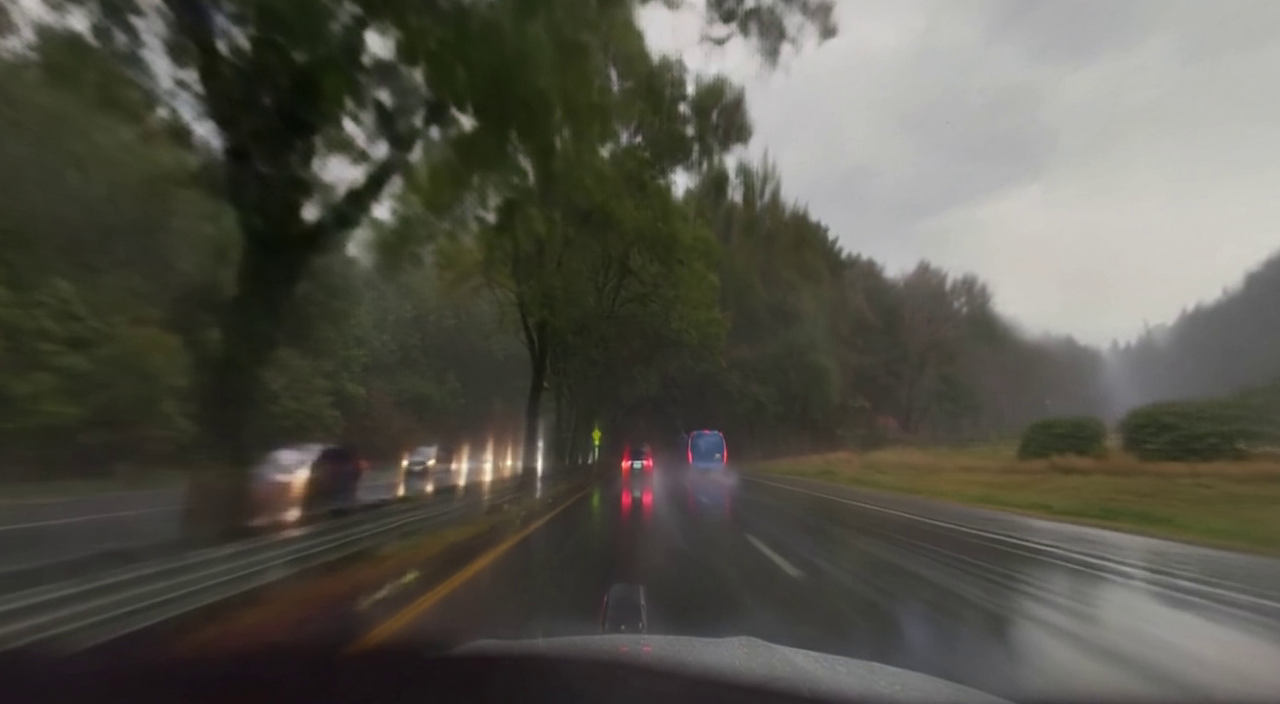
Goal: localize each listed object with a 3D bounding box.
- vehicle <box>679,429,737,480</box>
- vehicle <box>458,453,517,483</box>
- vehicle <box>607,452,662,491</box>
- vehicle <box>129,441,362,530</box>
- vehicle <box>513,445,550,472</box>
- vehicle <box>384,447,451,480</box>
[{"bbox_3d":[3.713,5.836,35.904,2.513,2.633,5.930,0,-9,-1],"label":"vehicle"},{"bbox_3d":[-7.696,5.895,32.182,1.970,1.383,4.178,0,-9,0],"label":"vehicle"},{"bbox_3d":[-0.196,4.772,25.518,2.037,1.417,3.885,0,-9,0],"label":"vehicle"},{"bbox_3d":[-7.598,2.591,12.804,1.898,1.464,4.386,0,-9,0],"label":"vehicle"},{"bbox_3d":[-8.110,8.015,47.514,2.023,1.871,4.993,0,-9,-1],"label":"vehicle"},{"bbox_3d":[-11.977,6.014,34.203,2.074,1.614,4.220,0,-9,0],"label":"vehicle"}]
